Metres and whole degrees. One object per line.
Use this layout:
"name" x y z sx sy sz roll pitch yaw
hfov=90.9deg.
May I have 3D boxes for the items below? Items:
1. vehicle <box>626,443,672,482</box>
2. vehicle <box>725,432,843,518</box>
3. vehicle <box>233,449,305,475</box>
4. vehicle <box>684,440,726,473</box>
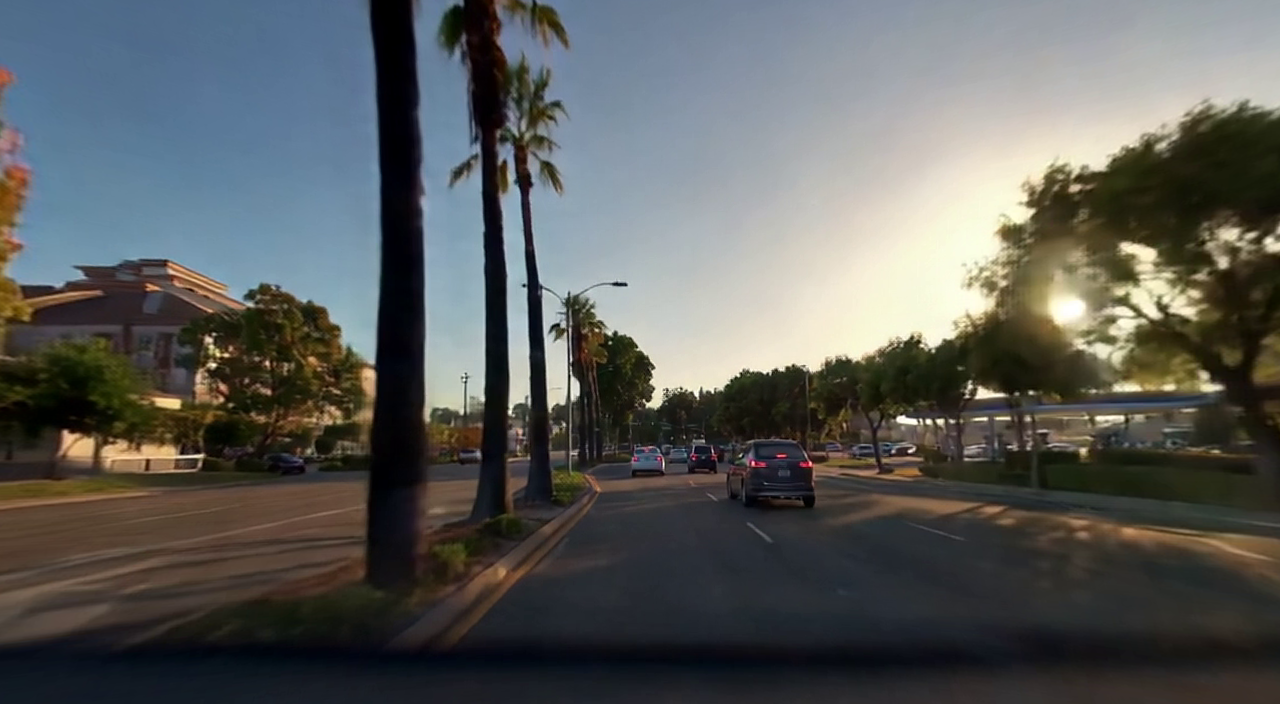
"vehicle" 0.400 5.120 29.502 1.991 1.664 3.814 0 -8 0
"vehicle" 3.267 2.844 15.089 1.872 1.752 3.896 0 -8 0
"vehicle" -25.226 7.452 42.945 3.782 1.699 1.867 8 -12 -43
"vehicle" 4.098 6.675 40.526 2.154 1.975 4.634 0 -8 -1
